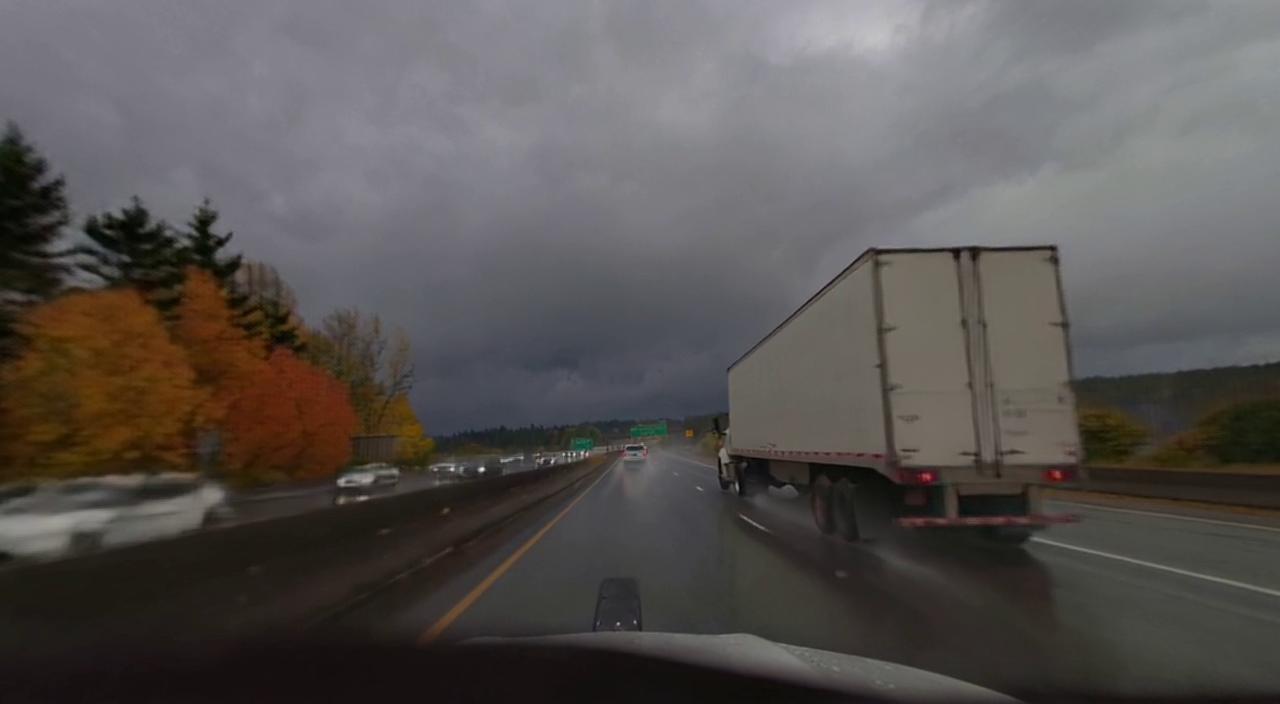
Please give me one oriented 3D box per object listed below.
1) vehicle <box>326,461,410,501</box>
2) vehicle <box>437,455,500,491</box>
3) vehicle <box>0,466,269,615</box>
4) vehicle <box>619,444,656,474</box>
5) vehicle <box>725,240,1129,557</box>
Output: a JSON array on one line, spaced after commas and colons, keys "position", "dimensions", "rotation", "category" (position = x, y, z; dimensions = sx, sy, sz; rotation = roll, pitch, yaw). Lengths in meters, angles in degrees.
[{"position": [-12.683, 6.016, 29.576], "dimensions": [1.935, 1.665, 4.426], "rotation": [-1, -9, 0], "category": "vehicle"}, {"position": [-8.707, 6.154, 32.207], "dimensions": [2.041, 1.631, 4.366], "rotation": [-1, -9, 0], "category": "vehicle"}, {"position": [-8.243, 2.620, 9.672], "dimensions": [2.068, 1.560, 4.870], "rotation": [-1, -9, -1], "category": "vehicle"}, {"position": [-0.184, 6.633, 39.122], "dimensions": [2.168, 1.705, 4.272], "rotation": [-1, -9, -1], "category": "vehicle"}, {"position": [4.579, 1.609, 15.083], "dimensions": [2.910, 4.090, 14.063], "rotation": [-1, -9, -1], "category": "vehicle"}]
